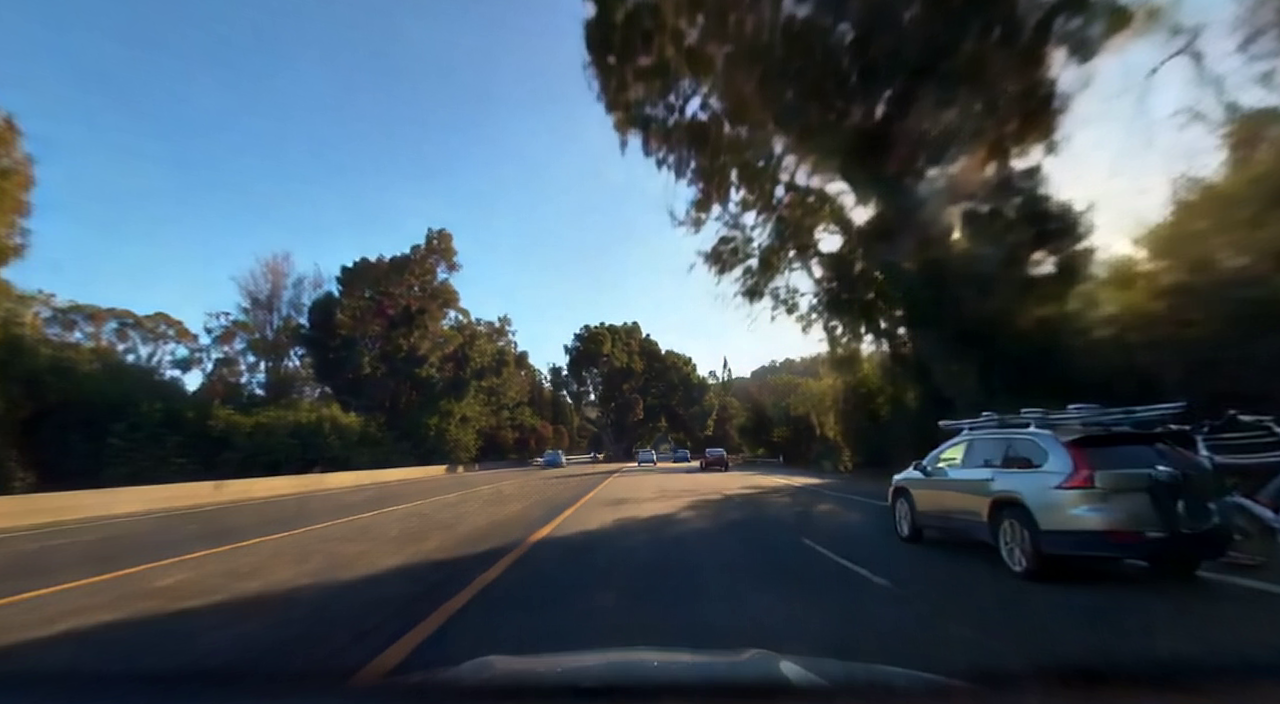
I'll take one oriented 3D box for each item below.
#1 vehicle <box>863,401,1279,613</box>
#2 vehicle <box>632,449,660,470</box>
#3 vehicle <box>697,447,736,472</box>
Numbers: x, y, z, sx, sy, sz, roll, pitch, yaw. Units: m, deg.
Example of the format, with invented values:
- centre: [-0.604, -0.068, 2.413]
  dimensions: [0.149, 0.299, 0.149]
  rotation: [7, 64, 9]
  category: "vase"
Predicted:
- centre: [4.228, 1.515, 6.961]
  dimensions: [1.978, 1.604, 4.128]
  rotation: [0, -9, 0]
  category: "vehicle"
- centre: [0.440, 7.851, 46.209]
  dimensions: [1.991, 1.459, 3.769]
  rotation: [0, -9, 0]
  category: "vehicle"
- centre: [4.940, 6.999, 41.161]
  dimensions: [1.964, 1.513, 3.707]
  rotation: [0, -9, -1]
  category: "vehicle"
